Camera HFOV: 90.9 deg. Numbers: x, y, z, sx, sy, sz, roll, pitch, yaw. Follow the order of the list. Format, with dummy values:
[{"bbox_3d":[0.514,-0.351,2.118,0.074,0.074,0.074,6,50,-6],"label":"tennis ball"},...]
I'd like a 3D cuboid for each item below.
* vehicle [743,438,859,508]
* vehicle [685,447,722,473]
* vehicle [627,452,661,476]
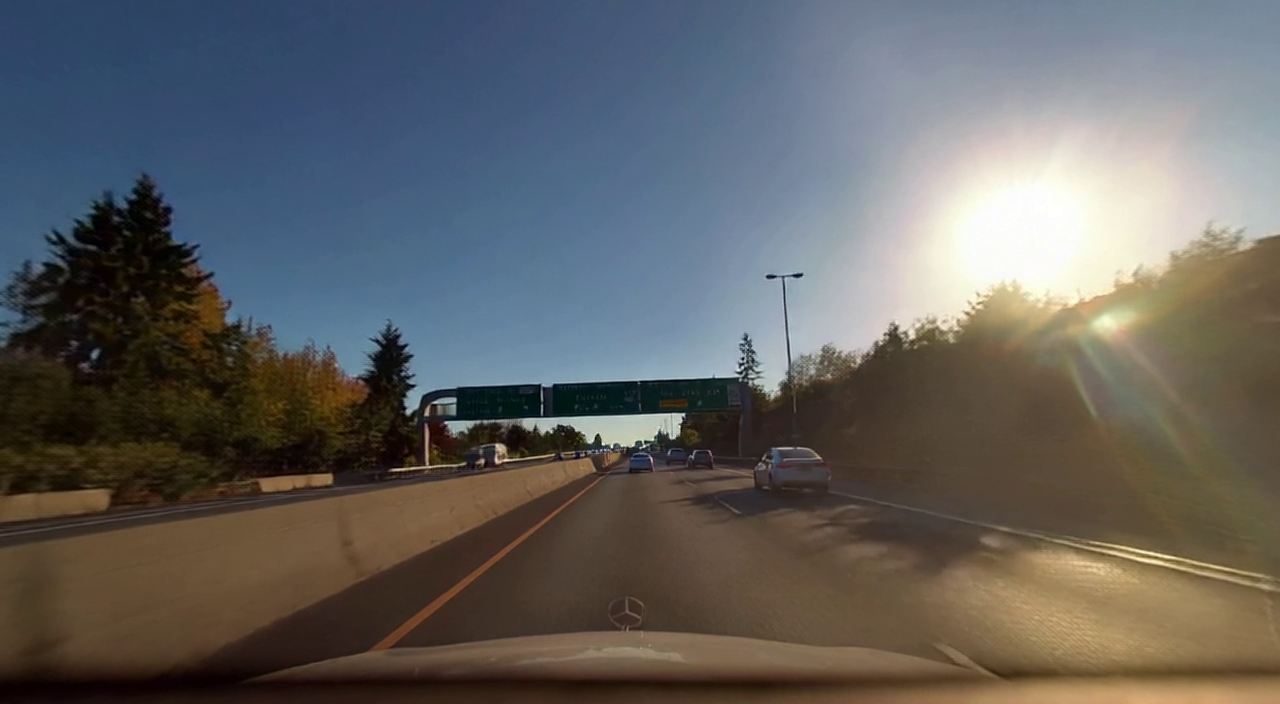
[{"bbox_3d":[4.242,3.273,17.476,1.969,1.639,4.472,0,-9,-1],"label":"vehicle"},{"bbox_3d":[4.181,7.161,41.872,1.935,1.594,3.981,0,-9,-1],"label":"vehicle"},{"bbox_3d":[0.237,6.826,38.620,2.012,1.320,3.777,0,-9,0],"label":"vehicle"}]
